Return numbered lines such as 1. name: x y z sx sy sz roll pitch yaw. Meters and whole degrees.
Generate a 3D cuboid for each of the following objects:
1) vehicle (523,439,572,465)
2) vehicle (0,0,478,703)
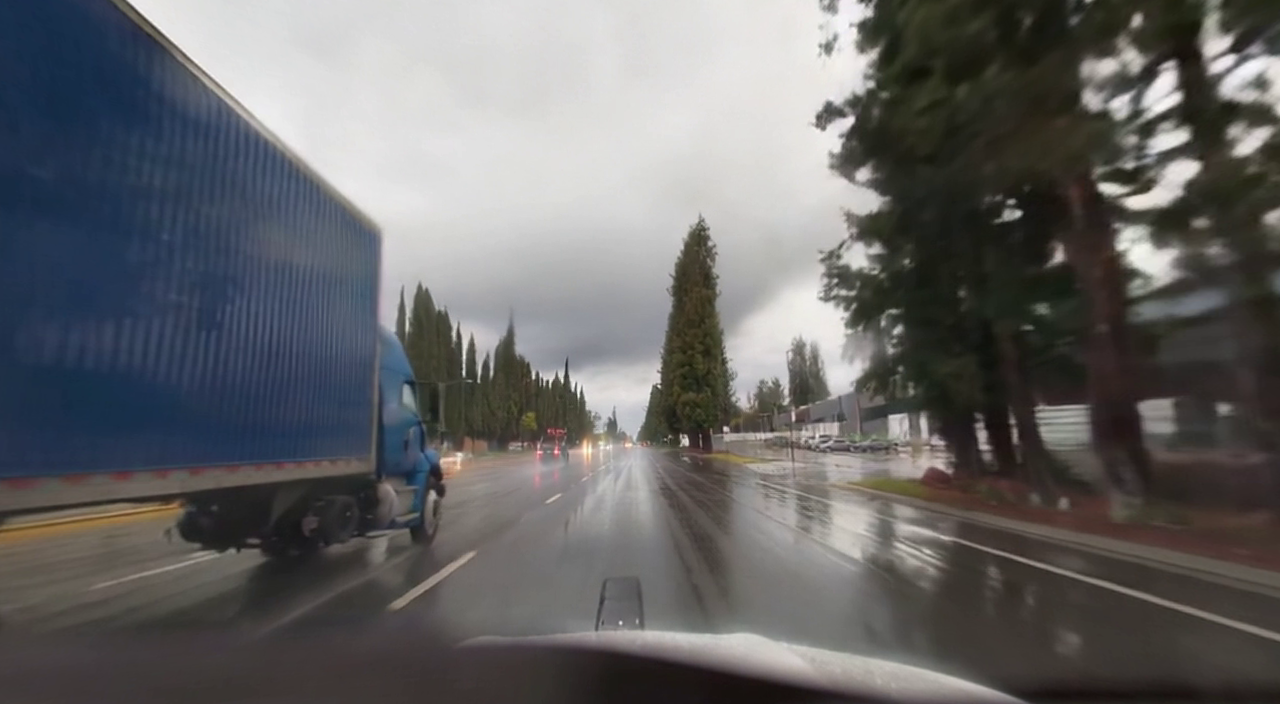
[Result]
1. vehicle: -7.051 7.718 49.188 2.743 1.832 7.257 0 -8 0
2. vehicle: -3.541 0.132 3.685 2.910 3.419 8.376 0 -8 0
